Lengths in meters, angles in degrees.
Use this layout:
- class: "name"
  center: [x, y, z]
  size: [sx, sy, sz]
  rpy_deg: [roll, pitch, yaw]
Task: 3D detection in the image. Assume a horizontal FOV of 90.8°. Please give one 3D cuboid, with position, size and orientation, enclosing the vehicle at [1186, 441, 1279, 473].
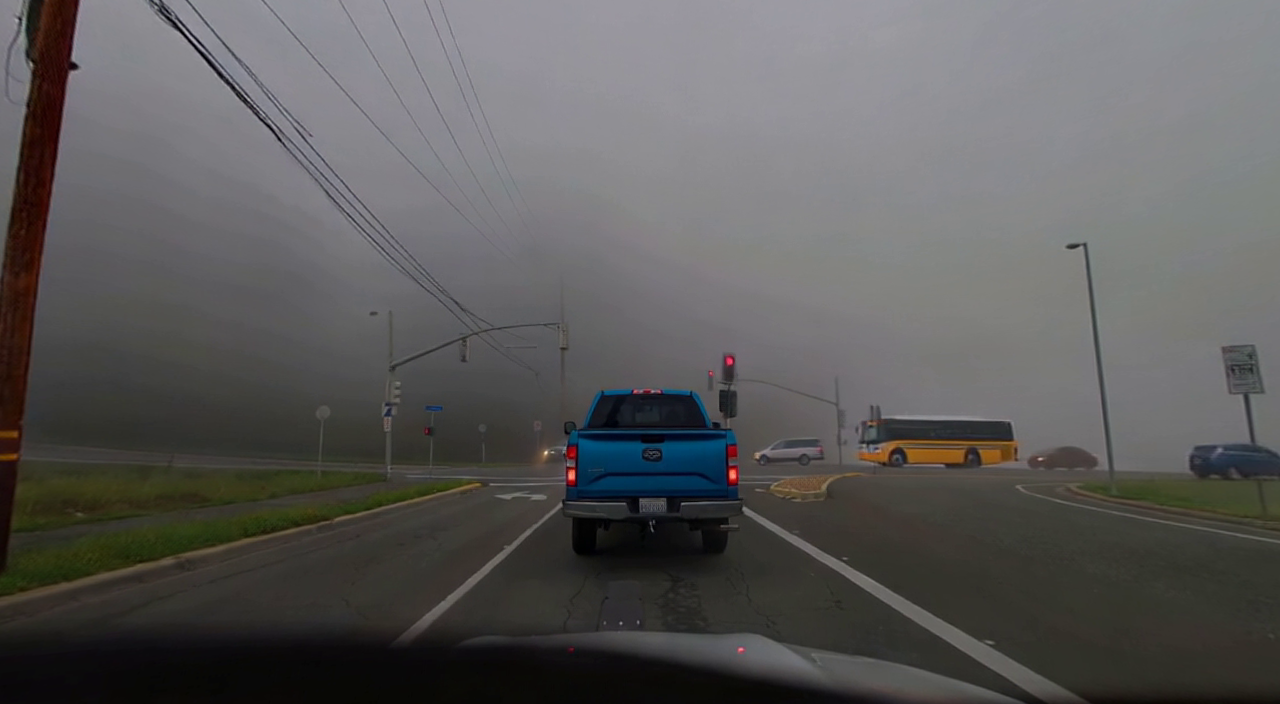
- class: "vehicle"
  center: [30.457, 5.233, 31.729]
  size: [4.520, 1.496, 2.060]
  rpy_deg: [1, -8, -10]

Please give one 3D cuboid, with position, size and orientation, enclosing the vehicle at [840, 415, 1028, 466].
- class: "vehicle"
  center: [19.150, 5.888, 41.813]
  size: [10.726, 3.128, 3.003]
  rpy_deg: [-1, -8, 3]

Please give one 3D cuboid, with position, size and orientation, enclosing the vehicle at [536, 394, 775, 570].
- class: "vehicle"
  center: [0.118, 1.878, 10.000]
  size: [2.707, 1.964, 5.485]
  rpy_deg: [0, -8, -1]

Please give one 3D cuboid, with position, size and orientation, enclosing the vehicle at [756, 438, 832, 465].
- class: "vehicle"
  center: [11.386, 7.360, 46.729]
  size: [5.235, 1.878, 2.107]
  rpy_deg: [-3, -9, 14]

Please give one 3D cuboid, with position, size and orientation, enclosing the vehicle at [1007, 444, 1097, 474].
- class: "vehicle"
  center: [29.122, 7.565, 44.738]
  size: [5.077, 2.008, 1.991]
  rpy_deg: [1, -9, -4]
